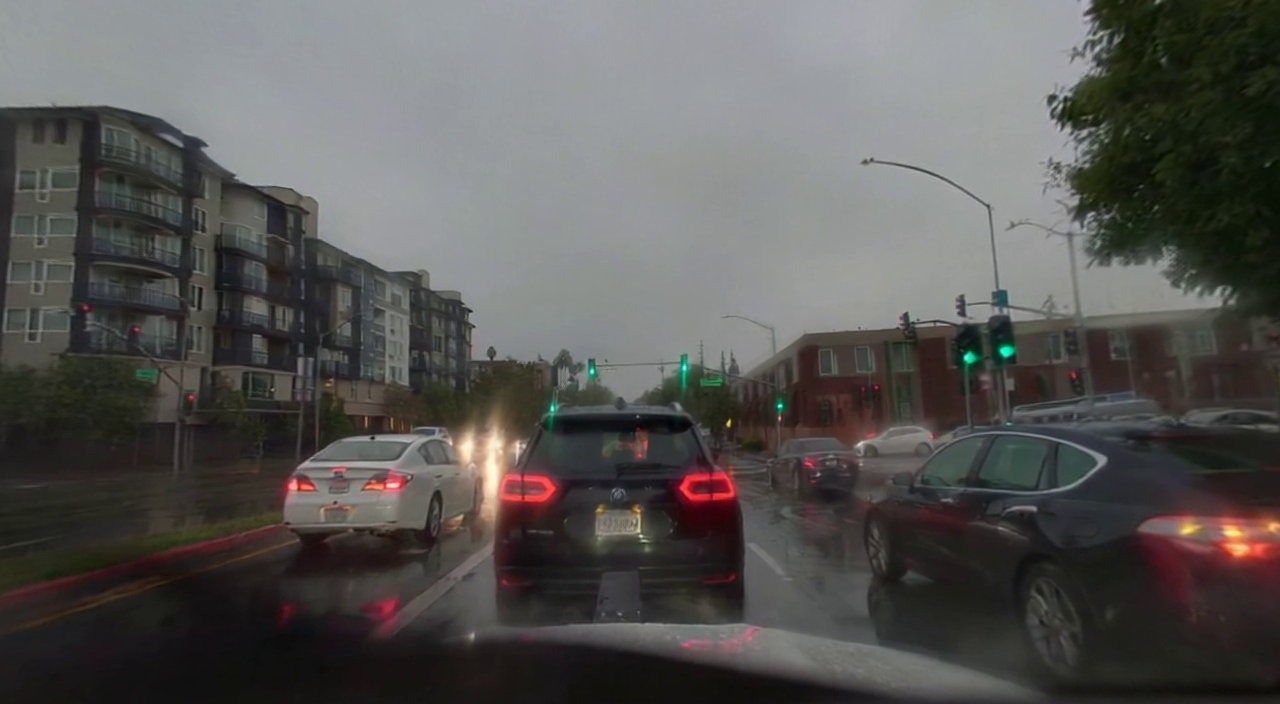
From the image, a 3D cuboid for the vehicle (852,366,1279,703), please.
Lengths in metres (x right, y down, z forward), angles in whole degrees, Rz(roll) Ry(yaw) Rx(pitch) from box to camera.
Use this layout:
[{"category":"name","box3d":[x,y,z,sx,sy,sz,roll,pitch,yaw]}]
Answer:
[{"category":"vehicle","box3d":[3.181,1.149,4.342,1.906,1.608,4.137,0,-8,-1]}]

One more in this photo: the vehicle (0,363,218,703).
[{"category":"vehicle","box3d":[-3.822,0.722,1.500,2.126,1.693,5.289,0,-8,-2]}]

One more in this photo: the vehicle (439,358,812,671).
[{"category":"vehicle","box3d":[-0.105,1.348,6.509,2.206,1.858,5.332,0,-8,0]}]

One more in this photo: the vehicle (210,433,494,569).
[{"category":"vehicle","box3d":[-3.794,2.025,9.513,2.055,1.488,4.733,0,-8,0]}]
